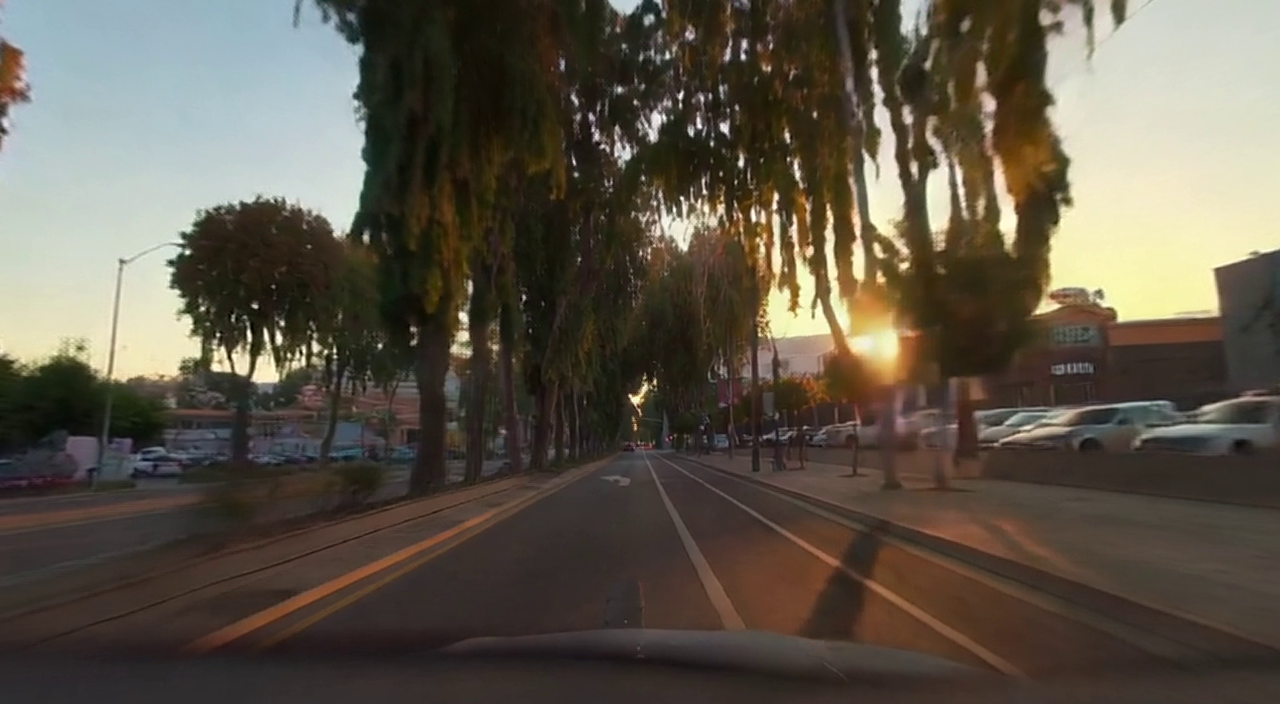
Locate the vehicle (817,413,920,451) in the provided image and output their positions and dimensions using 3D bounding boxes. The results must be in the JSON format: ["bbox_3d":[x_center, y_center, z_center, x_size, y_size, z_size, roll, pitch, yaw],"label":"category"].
[{"bbox_3d":[12.576,4.420,34.927,4.713,1.767,2.268,-3,-7,1],"label":"vehicle"}]

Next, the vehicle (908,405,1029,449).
[{"bbox_3d":[12.682,2.938,24.494,3.641,1.524,1.731,-2,-8,-1],"label":"vehicle"}]

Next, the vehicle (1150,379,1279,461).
[{"bbox_3d":[12.585,1.355,12.320,3.712,1.467,1.729,0,-8,-1],"label":"vehicle"}]

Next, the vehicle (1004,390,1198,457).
[{"bbox_3d":[12.365,1.965,17.100,3.742,1.560,1.822,-2,-8,0],"label":"vehicle"}]
